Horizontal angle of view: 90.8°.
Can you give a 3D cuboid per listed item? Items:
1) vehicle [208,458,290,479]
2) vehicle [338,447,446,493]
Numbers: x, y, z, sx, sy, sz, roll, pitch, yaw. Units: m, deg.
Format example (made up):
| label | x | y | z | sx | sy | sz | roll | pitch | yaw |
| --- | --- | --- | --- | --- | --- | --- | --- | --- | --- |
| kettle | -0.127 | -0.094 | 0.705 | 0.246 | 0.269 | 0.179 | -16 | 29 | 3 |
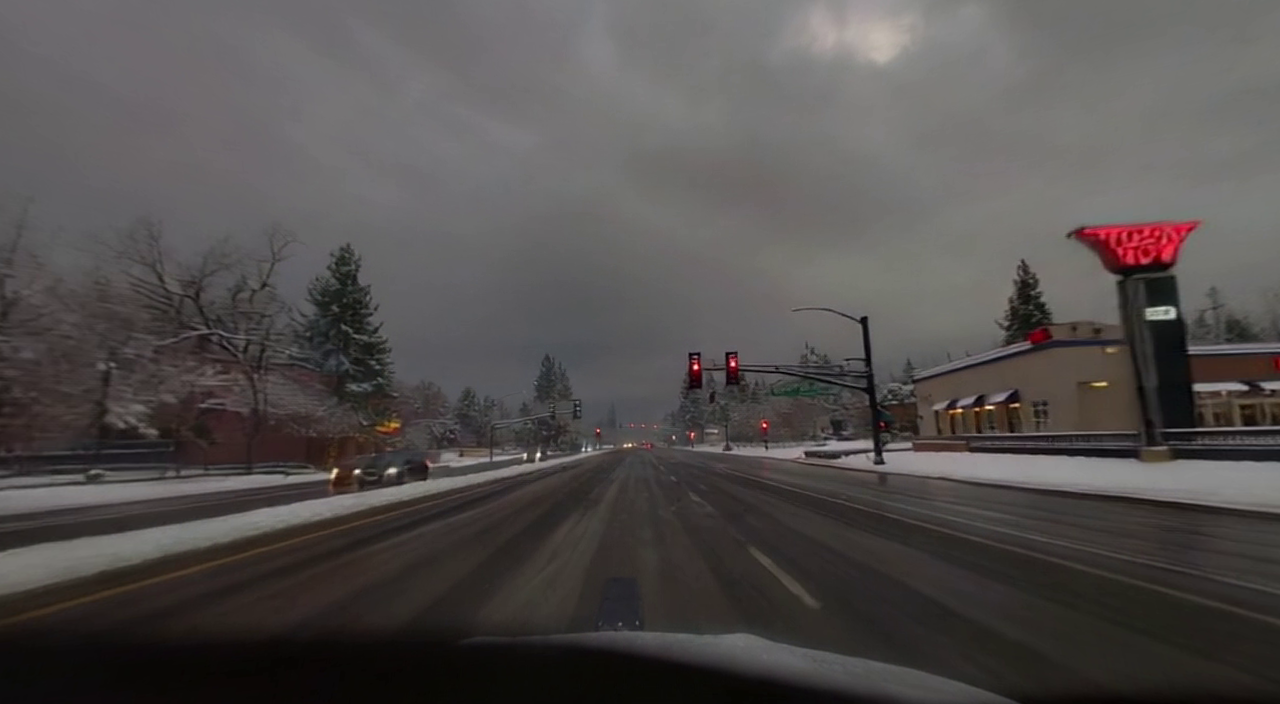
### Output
| label | x | y | z | sx | sy | sz | roll | pitch | yaw |
| --- | --- | --- | --- | --- | --- | --- | --- | --- | --- |
| vehicle | -28.239 | 8.425 | 45.763 | 4.511 | 1.480 | 1.959 | 1 | -9 | -7 |
| vehicle | -8.799 | 4.206 | 22.950 | 2.065 | 1.504 | 4.593 | 0 | -9 | 0 |
